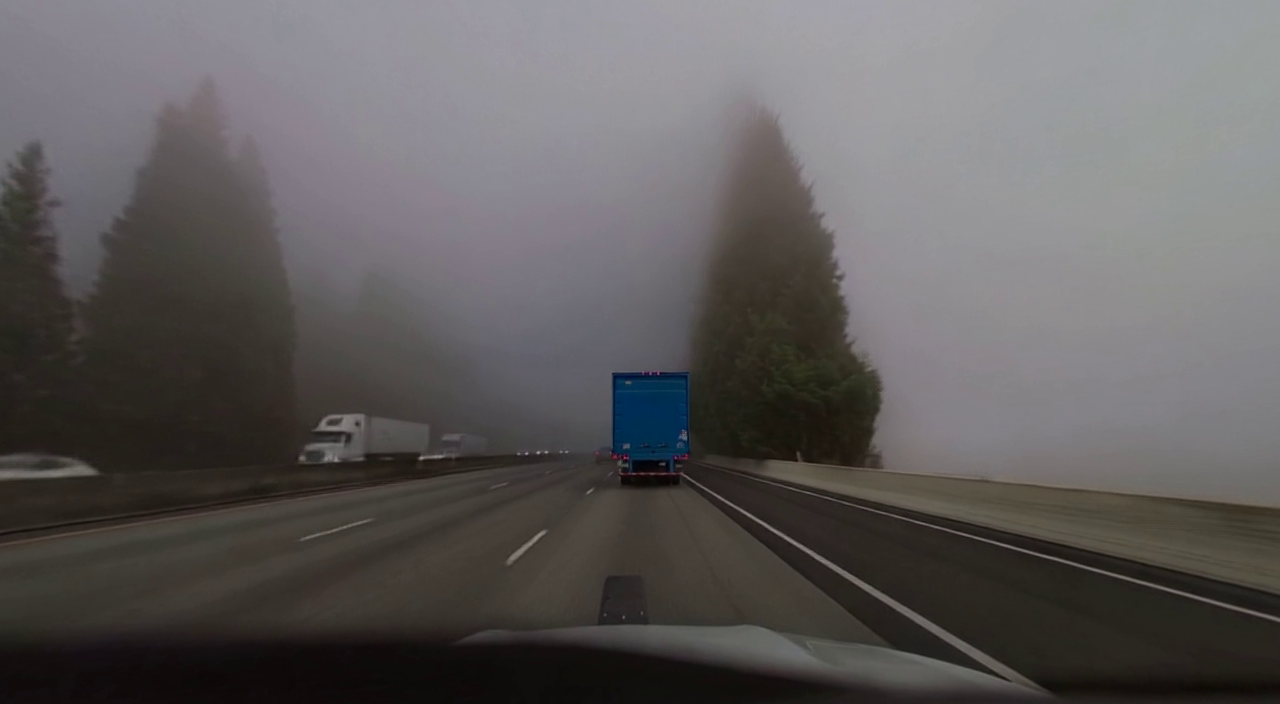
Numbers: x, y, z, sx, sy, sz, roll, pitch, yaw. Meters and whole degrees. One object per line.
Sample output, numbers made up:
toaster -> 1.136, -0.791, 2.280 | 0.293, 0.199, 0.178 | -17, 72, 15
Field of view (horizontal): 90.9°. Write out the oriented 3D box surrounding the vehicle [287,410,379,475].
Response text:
vehicle -> -20.009, 5.991, 41.555 | 2.939, 3.903, 5.958 | 0, -9, 0

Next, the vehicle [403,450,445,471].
vehicle -> -15.872, 7.974, 46.536 | 1.774, 1.419, 3.615 | 0, -9, 1

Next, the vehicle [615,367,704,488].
vehicle -> 0.603, 3.224, 25.832 | 2.898, 3.973, 10.063 | 0, -9, 0
